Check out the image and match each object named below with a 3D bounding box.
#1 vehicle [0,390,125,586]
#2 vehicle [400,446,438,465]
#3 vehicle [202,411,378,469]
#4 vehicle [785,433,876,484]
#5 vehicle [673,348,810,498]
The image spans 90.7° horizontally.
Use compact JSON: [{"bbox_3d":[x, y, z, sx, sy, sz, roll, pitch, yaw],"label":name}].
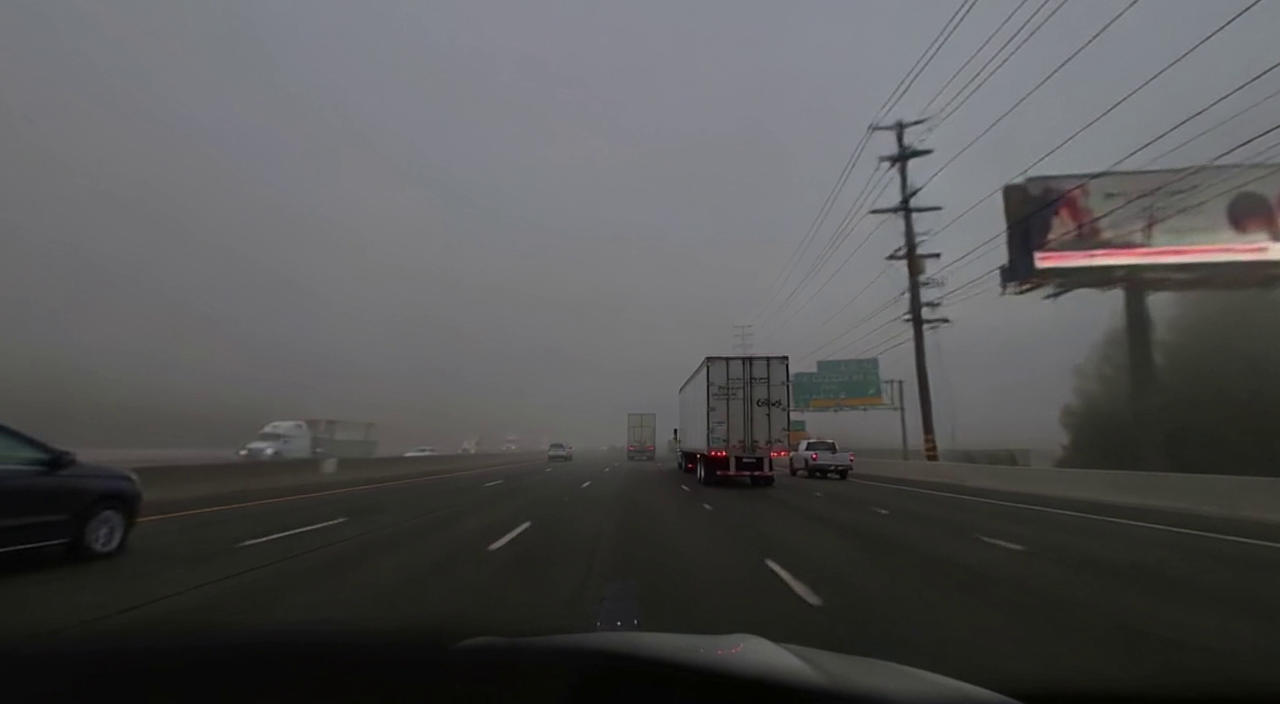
[{"bbox_3d":[-7.108,1.151,5.038,2.004,1.846,4.739,0,-9,-1],"label":"vehicle"},{"bbox_3d":[-16.739,7.873,48.158,1.499,1.359,3.461,-1,-9,3],"label":"vehicle"},{"bbox_3d":[-24.720,6.646,46.979,2.979,3.485,17.978,0,-9,0],"label":"vehicle"},{"bbox_3d":[7.471,4.216,25.363,2.115,1.844,4.522,0,-9,-1],"label":"vehicle"},{"bbox_3d":[3.229,3.184,25.809,2.892,4.152,16.575,0,-9,0],"label":"vehicle"}]
